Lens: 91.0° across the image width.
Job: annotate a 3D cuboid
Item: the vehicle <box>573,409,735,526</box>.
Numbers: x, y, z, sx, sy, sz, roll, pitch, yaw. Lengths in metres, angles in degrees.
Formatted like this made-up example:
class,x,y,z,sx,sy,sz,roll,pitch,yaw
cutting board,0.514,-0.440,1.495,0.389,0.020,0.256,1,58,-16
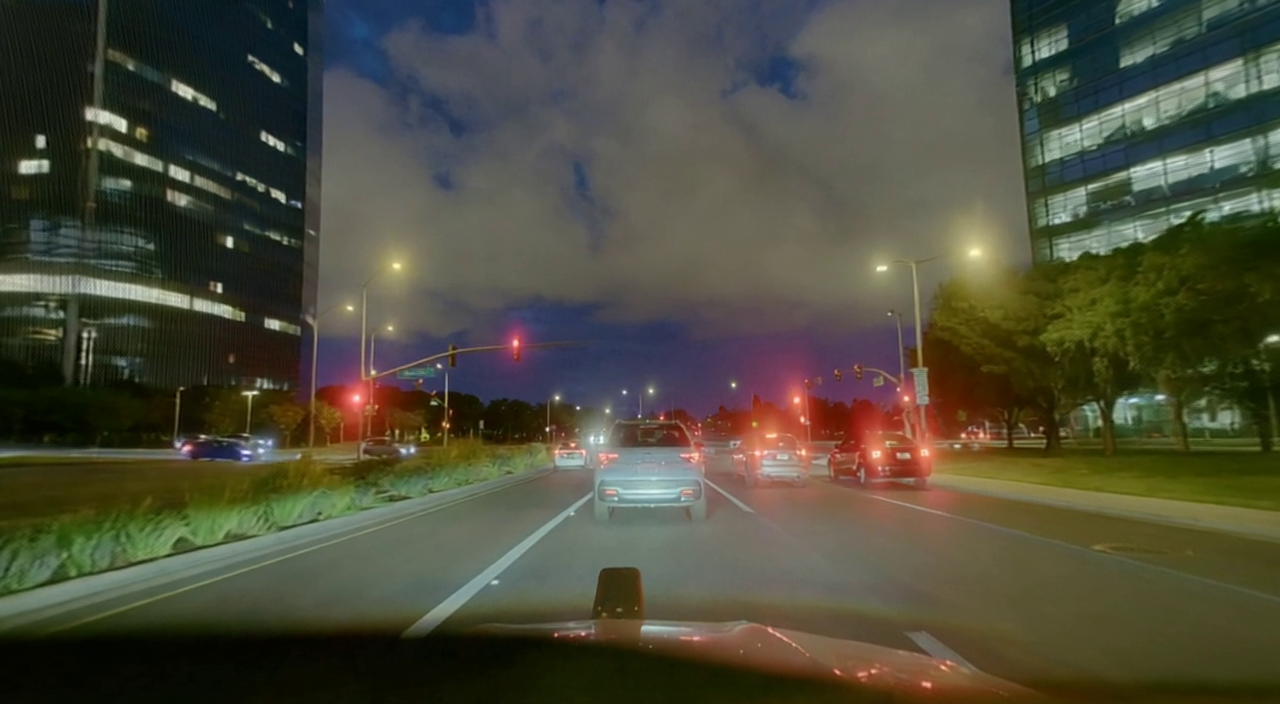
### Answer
class,x,y,z,sx,sy,sz,roll,pitch,yaw
vehicle,0.237,2.219,12.518,2.601,1.878,4.535,0,-9,0

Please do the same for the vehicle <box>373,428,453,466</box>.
class,x,y,z,sx,sy,sz,roll,pitch,yaw
vehicle,-15.310,6.346,42.197,2.717,2.310,6.448,8,-11,-41
